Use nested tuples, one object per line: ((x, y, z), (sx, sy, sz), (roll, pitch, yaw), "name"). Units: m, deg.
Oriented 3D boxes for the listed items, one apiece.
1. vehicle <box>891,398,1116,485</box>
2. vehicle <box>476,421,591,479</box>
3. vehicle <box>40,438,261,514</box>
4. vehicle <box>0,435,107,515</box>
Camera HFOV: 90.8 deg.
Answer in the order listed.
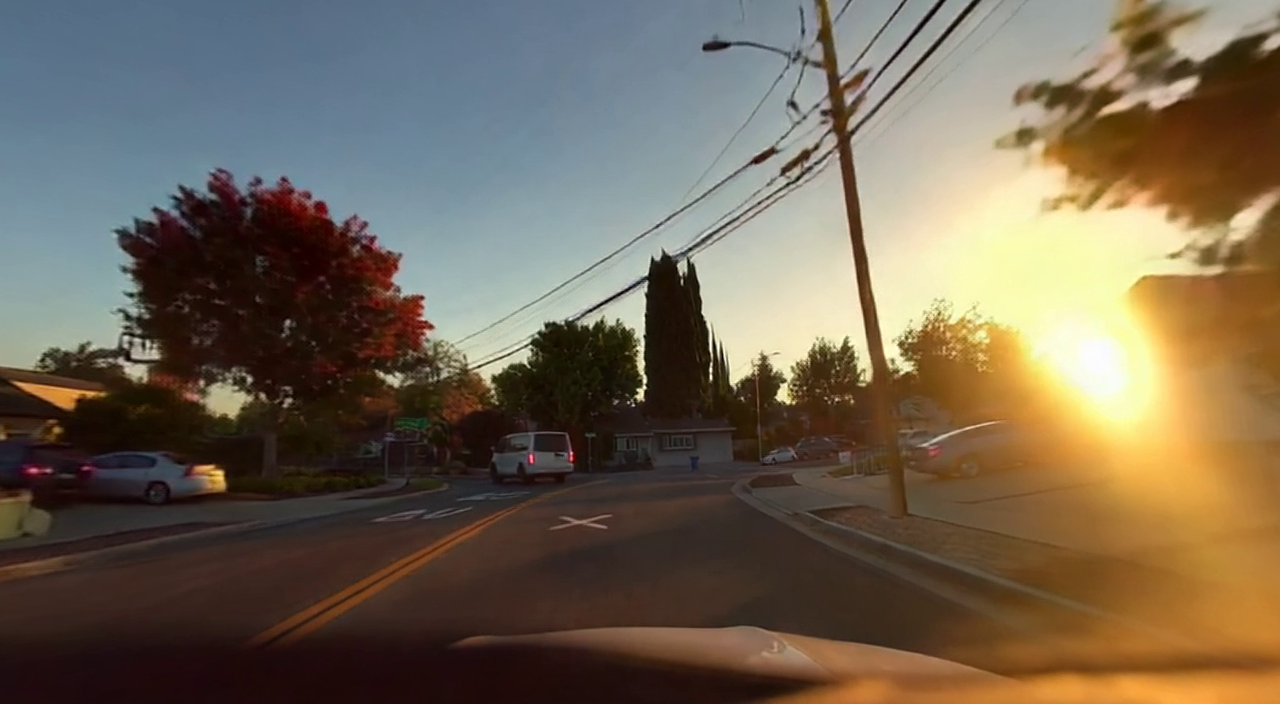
((9.662, 2.451, 17.141), (4.658, 1.536, 2.090), (-8, -10, 0), "vehicle")
((-6.449, 5.776, 37.439), (2.929, 3.058, 7.559), (8, -12, -43), "vehicle")
((-13.969, 3.641, 18.316), (4.550, 1.655, 2.143), (-4, -15, -2), "vehicle")
((-16.676, 2.987, 15.628), (4.881, 1.828, 2.111), (1, -9, -3), "vehicle")
